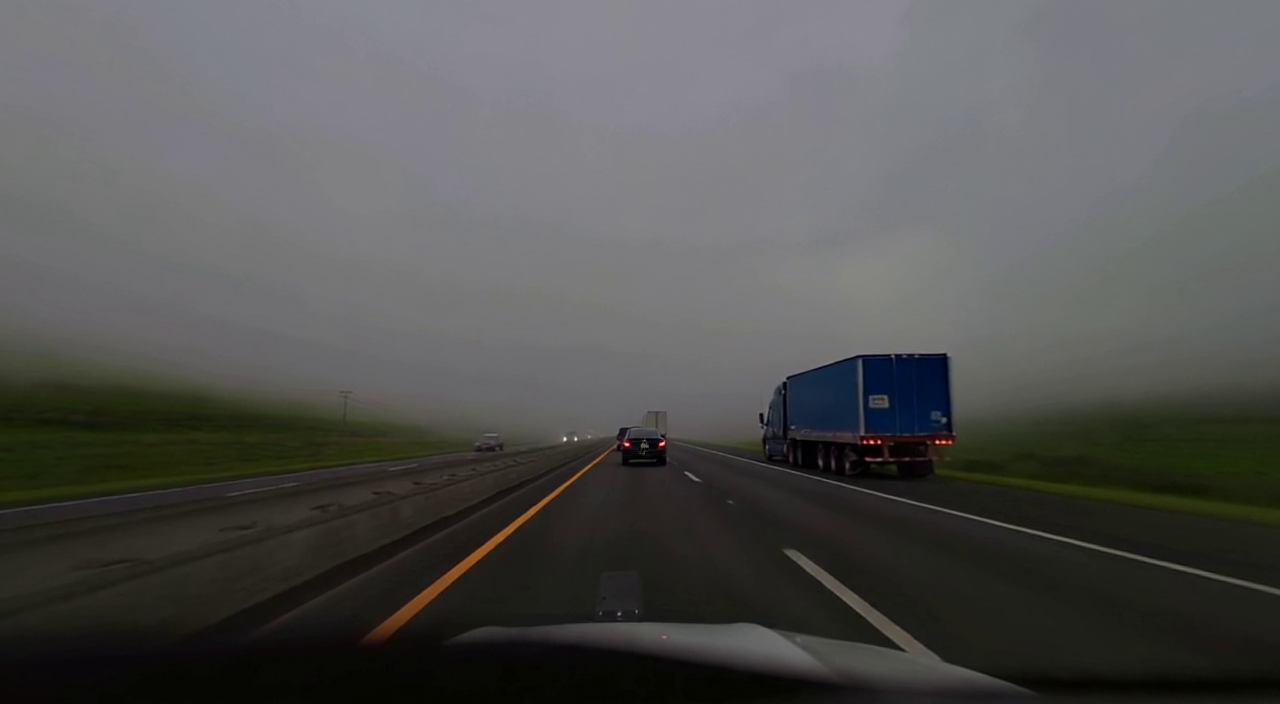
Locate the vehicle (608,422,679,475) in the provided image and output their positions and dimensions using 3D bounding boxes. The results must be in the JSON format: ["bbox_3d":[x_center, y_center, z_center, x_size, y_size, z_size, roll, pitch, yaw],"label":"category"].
[{"bbox_3d":[0.090,3.286,21.703,2.216,1.623,4.220,0,-8,0],"label":"vehicle"}]

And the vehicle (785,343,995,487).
[{"bbox_3d":[7.325,2.173,20.394,3.010,3.638,8.978,0,-8,-1],"label":"vehicle"}]
